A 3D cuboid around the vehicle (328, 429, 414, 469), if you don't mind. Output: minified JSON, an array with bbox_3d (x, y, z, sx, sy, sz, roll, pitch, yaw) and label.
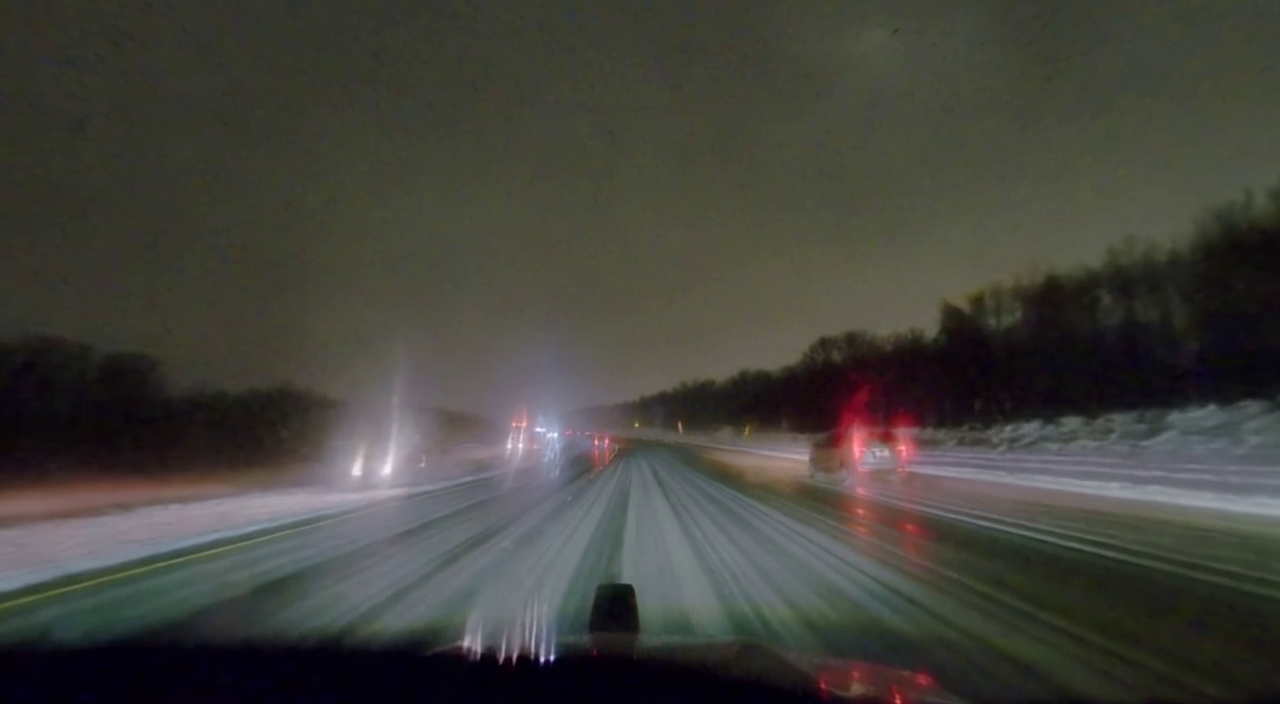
[{"bbox_3d":[-12.864,4.687,30.482,2.078,1.746,4.785,0,-8,-1],"label":"vehicle"}]
